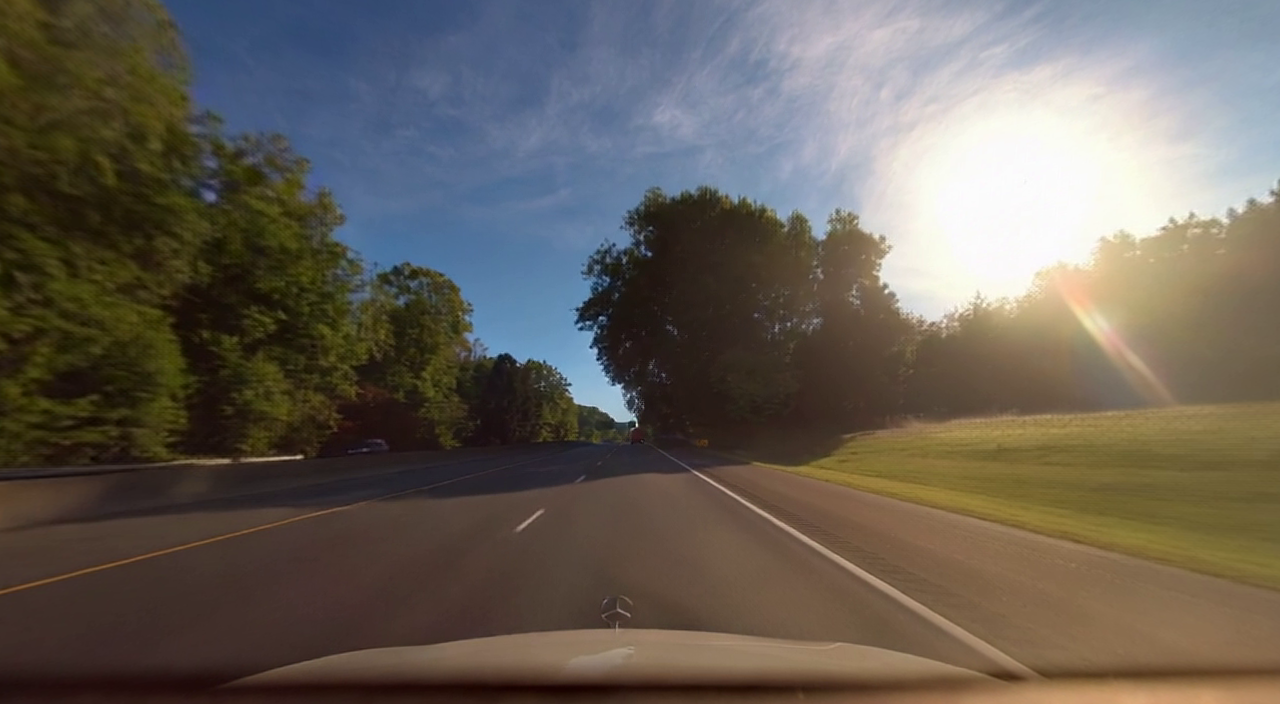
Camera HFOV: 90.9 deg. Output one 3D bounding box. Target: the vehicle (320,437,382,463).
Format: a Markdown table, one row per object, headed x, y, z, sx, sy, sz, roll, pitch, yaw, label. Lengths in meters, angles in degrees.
| x | y | z | sx | sy | sz | roll | pitch | yaw | label |
| --- | --- | --- | --- | --- | --- | --- | --- | --- | --- |
| -17.808 | 6.057 | 39.078 | 1.807 | 1.507 | 4.263 | 0 | -8 | 0 | vehicle |
